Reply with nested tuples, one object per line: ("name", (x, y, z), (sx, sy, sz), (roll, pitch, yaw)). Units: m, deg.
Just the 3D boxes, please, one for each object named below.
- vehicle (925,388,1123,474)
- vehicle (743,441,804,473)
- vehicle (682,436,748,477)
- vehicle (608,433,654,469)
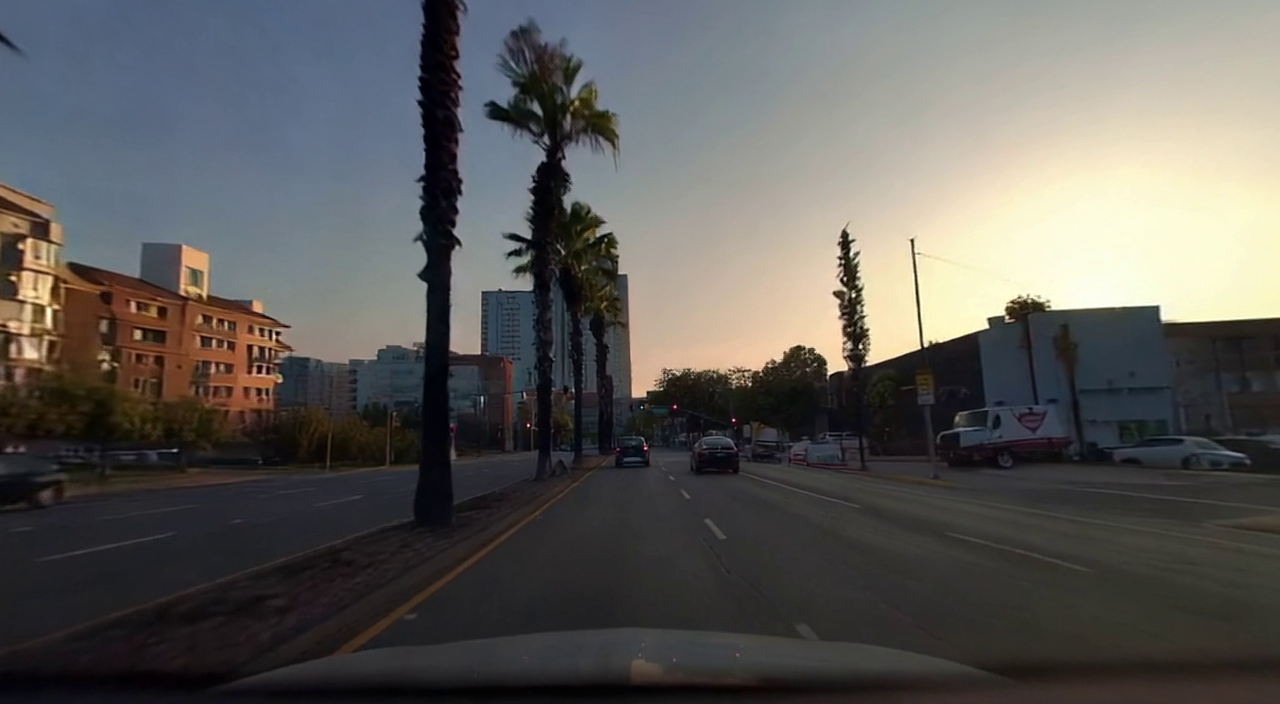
("vehicle", (17.511, 3.685, 29.037), (7.270, 3.743, 2.677), (1, -8, -3))
("vehicle", (6.651, 5.248, 31.819), (1.975, 1.483, 4.769), (0, -8, -1))
("vehicle", (3.077, 4.425, 26.883), (2.195, 1.590, 4.668), (0, -8, -1))
("vehicle", (-0.480, 5.309, 33.806), (2.277, 1.816, 4.192), (0, -8, -1))
